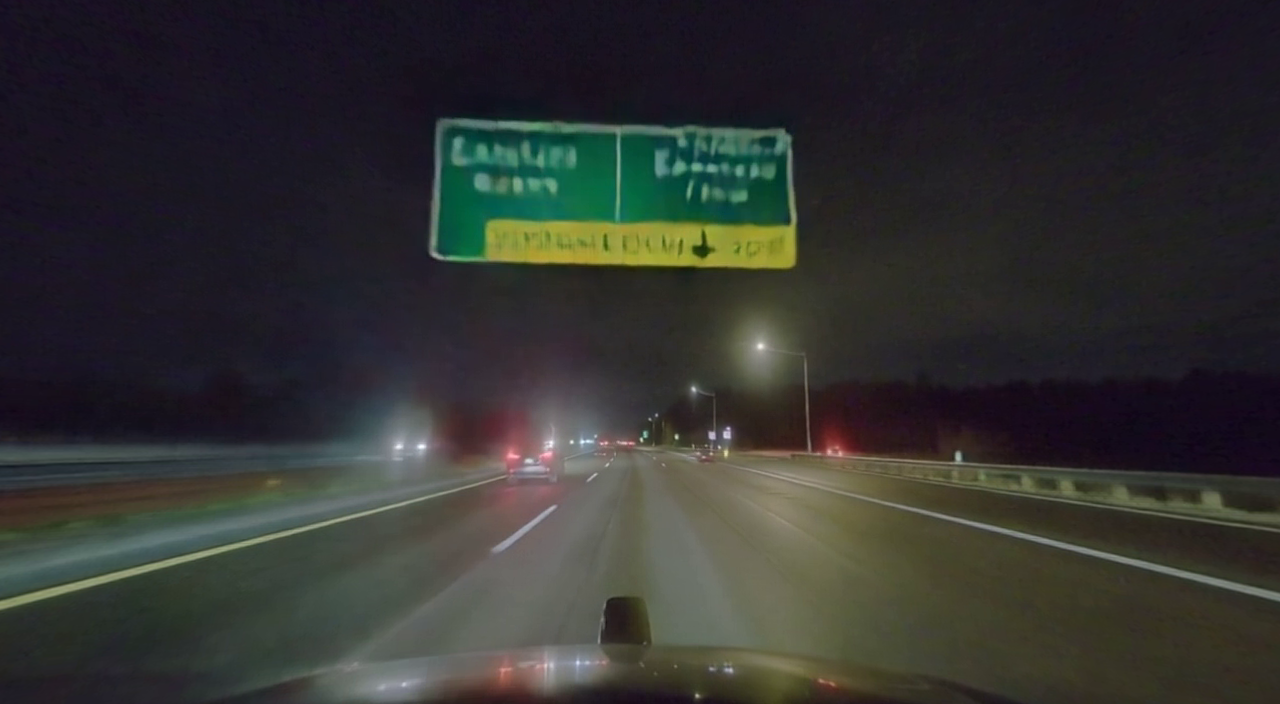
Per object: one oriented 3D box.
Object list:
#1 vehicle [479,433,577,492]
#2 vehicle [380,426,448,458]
[{"bbox_3d":[-3.380,3.451,20.087,2.160,1.608,5.012,0,-8,1],"label":"vehicle"},{"bbox_3d":[-12.670,5.072,35.566,2.026,1.678,4.590,0,-8,1],"label":"vehicle"}]
